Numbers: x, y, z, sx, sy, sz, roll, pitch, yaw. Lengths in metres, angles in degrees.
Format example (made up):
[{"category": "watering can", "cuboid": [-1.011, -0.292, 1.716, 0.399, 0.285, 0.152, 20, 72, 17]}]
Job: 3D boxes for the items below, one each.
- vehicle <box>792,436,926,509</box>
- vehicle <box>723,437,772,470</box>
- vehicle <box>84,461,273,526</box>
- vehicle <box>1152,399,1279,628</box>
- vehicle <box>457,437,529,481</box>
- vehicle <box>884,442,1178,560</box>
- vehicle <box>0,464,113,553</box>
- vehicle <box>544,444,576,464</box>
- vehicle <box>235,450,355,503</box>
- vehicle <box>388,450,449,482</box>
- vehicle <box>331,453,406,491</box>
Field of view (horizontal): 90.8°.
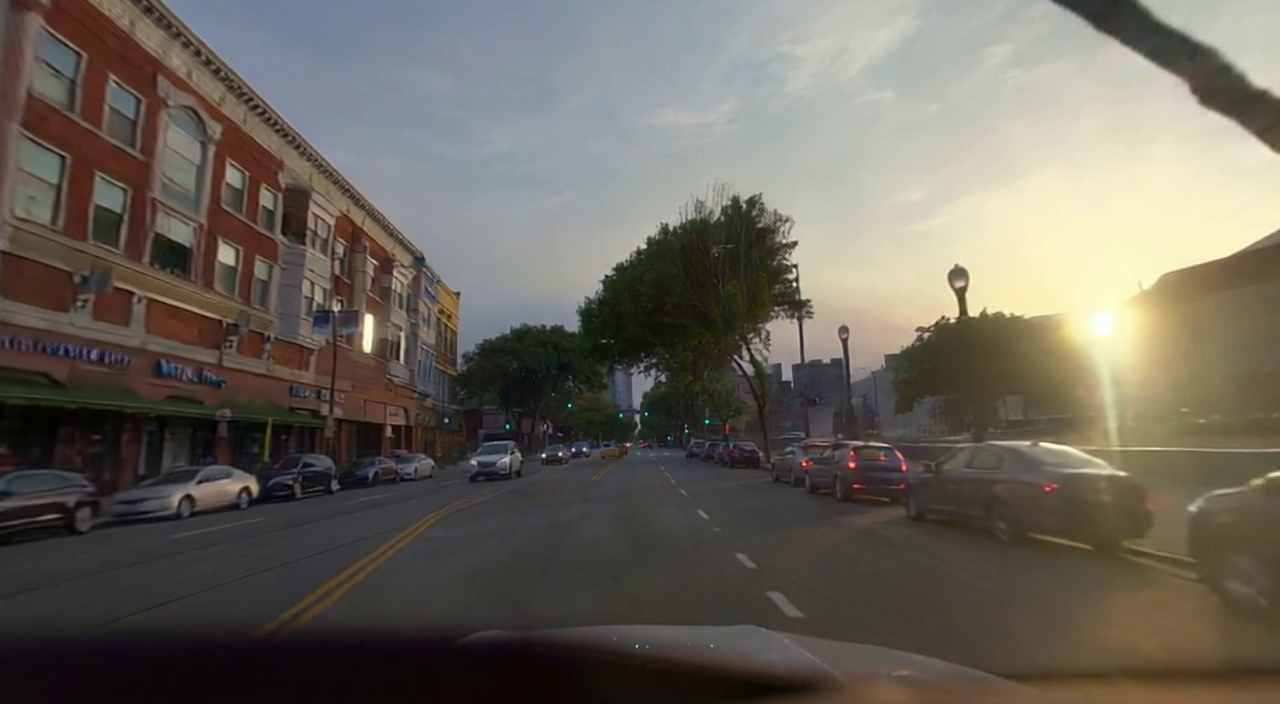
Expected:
[{"category": "vehicle", "cuboid": [5.562, 3.092, 16.725, 1.899, 1.642, 4.463, 0, -9, 0]}, {"category": "vehicle", "cuboid": [6.040, 5.785, 36.128, 2.047, 1.720, 4.353, 0, -9, 0]}, {"category": "vehicle", "cuboid": [-12.525, 3.820, 17.599, 1.868, 1.418, 4.415, -2, -9, 2]}, {"category": "vehicle", "cuboid": [6.004, 1.078, 3.737, 1.991, 1.771, 4.604, 0, -9, -1]}, {"category": "vehicle", "cuboid": [-6.371, 4.700, 27.966, 2.095, 1.759, 4.413, 0, -8, 1]}, {"category": "vehicle", "cuboid": [5.844, 2.225, 10.299, 1.787, 1.463, 4.506, 0, -8, -2]}, {"category": "vehicle", "cuboid": [-12.479, 2.920, 11.745, 1.800, 1.532, 4.110, 0, -8, 0]}, {"category": "vehicle", "cuboid": [-6.255, 8.005, 49.780, 1.898, 1.532, 4.337, 0, -8, 1]}, {"category": "vehicle", "cuboid": [-12.015, 4.307, 22.351, 1.834, 1.643, 4.110, 0, -8, 1]}, {"category": "vehicle", "cuboid": [-12.178, 6.261, 35.033, 1.894, 1.654, 3.944, 0, -8, 0]}, {"category": "vehicle", "cuboid": [-12.468, 5.519, 29.297, 1.774, 1.570, 3.900, 0, -8, -1]}]
